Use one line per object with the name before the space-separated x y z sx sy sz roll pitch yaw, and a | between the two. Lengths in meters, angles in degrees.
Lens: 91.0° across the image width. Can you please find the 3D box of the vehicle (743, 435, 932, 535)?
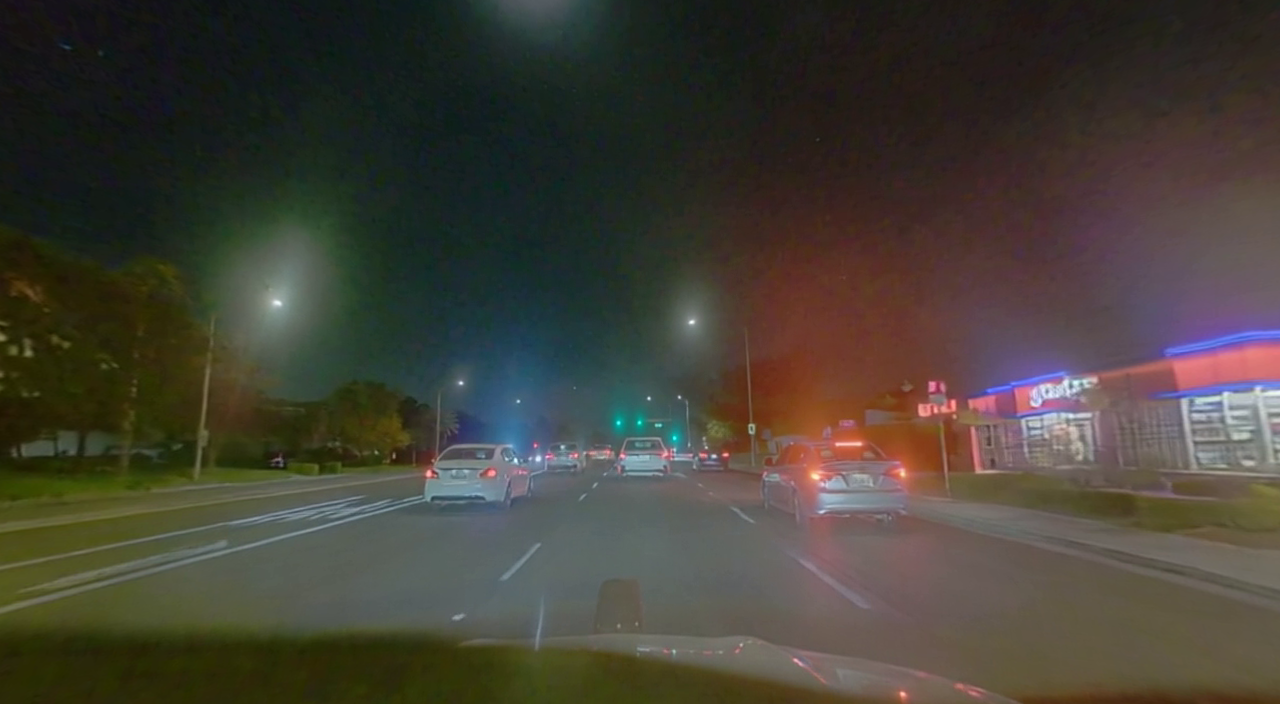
vehicle | 3.336 2.328 11.780 1.977 1.480 4.589 0 -8 -1

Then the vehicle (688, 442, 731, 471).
vehicle | 3.795 5.775 35.080 1.880 1.476 3.932 0 -8 -1

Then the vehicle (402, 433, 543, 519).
vehicle | -3.294 2.506 13.274 1.864 1.505 4.202 0 -8 -1

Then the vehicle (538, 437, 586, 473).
vehicle | -3.899 5.217 32.085 1.932 1.695 4.235 0 -8 0

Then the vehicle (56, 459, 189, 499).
vehicle | -22.396 5.493 27.526 1.827 1.441 4.660 0 -8 0

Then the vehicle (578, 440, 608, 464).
vehicle | -3.462 7.408 46.611 1.871 1.673 3.920 0 -8 1

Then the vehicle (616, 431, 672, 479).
vehicle | 0.121 4.292 26.478 2.164 1.867 4.254 0 -8 -1
